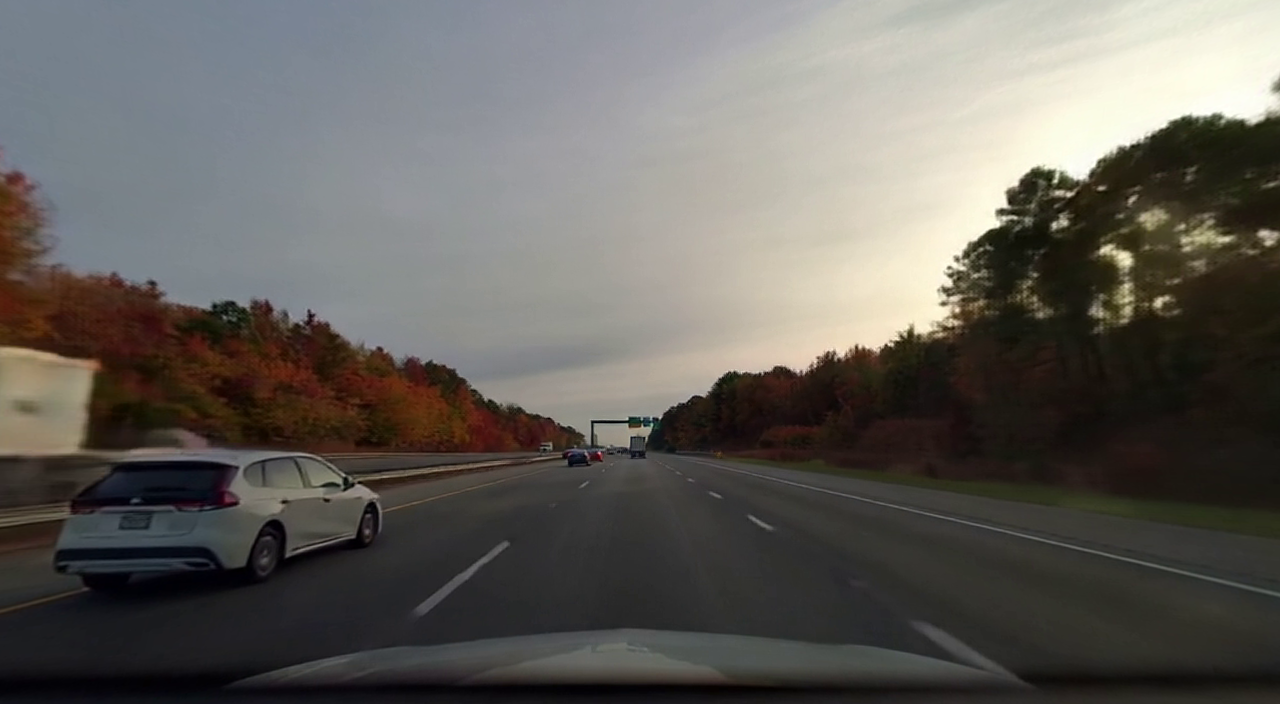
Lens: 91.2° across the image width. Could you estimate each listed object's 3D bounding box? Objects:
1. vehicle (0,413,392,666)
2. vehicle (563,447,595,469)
[{"bbox_3d":[-4.210,1.460,5.904,2.071,1.525,4.058,0,-9,0],"label":"vehicle"},{"bbox_3d":[-4.358,7.632,45.392,1.963,1.475,3.665,0,-9,0],"label":"vehicle"}]
